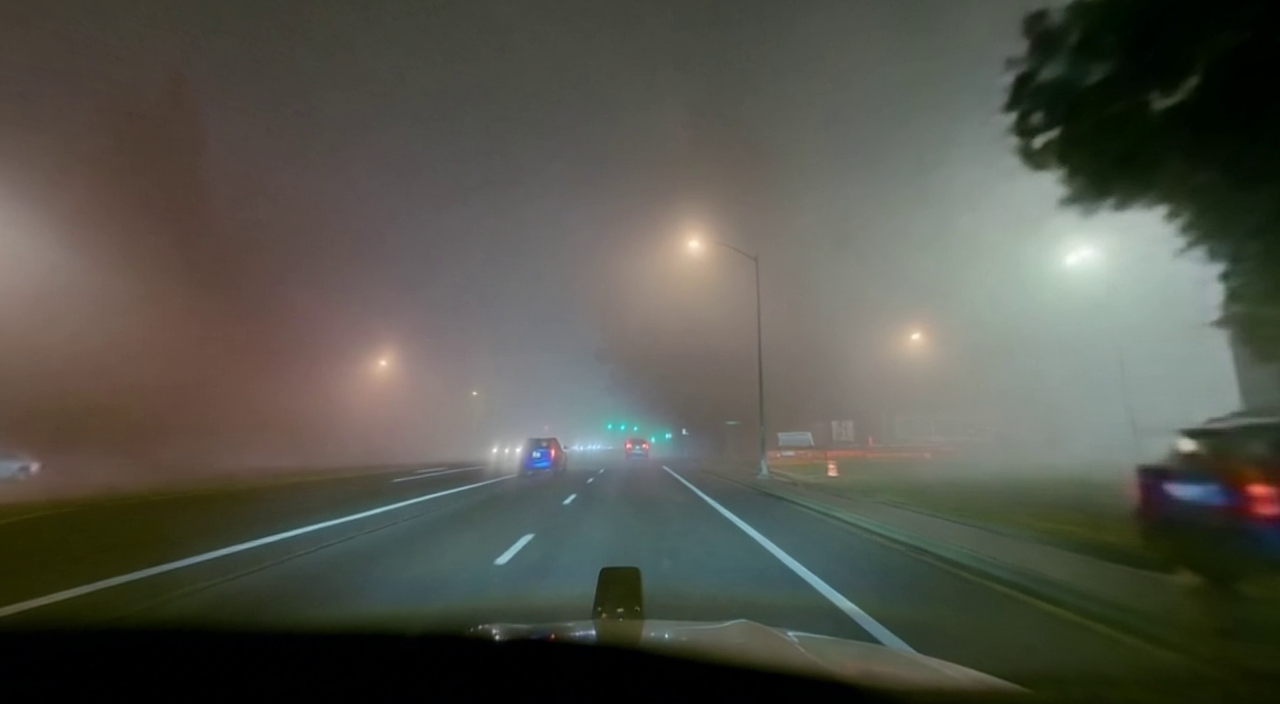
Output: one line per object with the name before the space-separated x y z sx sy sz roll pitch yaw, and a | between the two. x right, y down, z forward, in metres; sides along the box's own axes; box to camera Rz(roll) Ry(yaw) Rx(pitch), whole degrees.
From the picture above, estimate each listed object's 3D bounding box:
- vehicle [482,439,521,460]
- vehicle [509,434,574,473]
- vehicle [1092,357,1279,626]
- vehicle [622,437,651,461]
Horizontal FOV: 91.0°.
vehicle | -10.707 7.569 49.058 2.009 1.541 4.753 0 -8 -1
vehicle | -4.578 4.808 30.023 2.198 1.663 4.519 0 -8 2
vehicle | 6.484 1.013 4.699 4.447 1.754 2.182 0 -8 4
vehicle | -0.246 7.372 48.054 2.135 1.711 4.124 0 -8 0
